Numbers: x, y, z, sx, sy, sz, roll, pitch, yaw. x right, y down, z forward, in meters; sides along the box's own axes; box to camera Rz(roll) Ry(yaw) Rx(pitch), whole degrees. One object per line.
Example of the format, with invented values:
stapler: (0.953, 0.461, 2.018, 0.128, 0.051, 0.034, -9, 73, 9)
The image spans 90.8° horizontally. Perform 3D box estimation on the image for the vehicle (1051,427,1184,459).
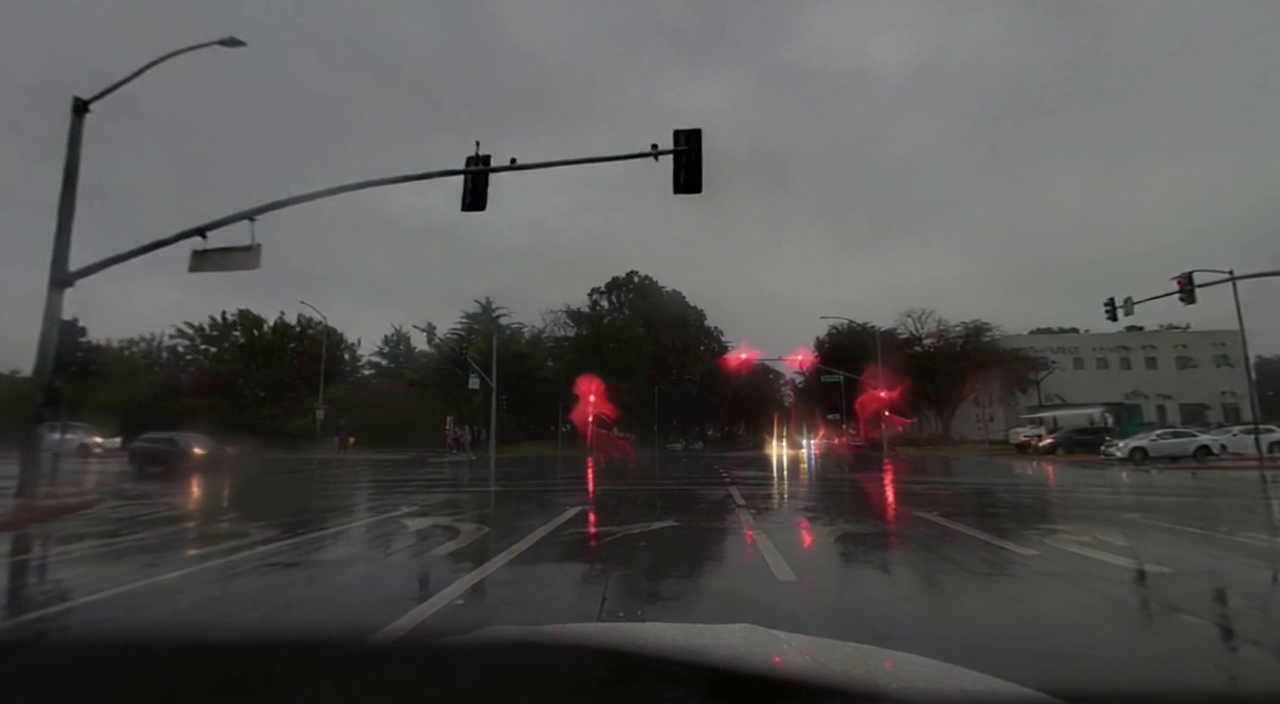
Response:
vehicle: (22.992, 4.435, 30.600, 4.740, 1.464, 1.876, -1, -9, 6)

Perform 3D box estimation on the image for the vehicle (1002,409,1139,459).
vehicle: (24.941, 4.833, 36.860, 5.855, 2.746, 2.523, -1, -9, 7)

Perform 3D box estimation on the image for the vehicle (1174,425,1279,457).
vehicle: (33.415, 5.012, 35.418, 4.896, 1.729, 1.952, -1, -9, 7)

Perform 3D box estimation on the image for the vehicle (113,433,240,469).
vehicle: (-20.242, 4.354, 27.701, 4.265, 1.493, 1.871, -1, -9, 8)
